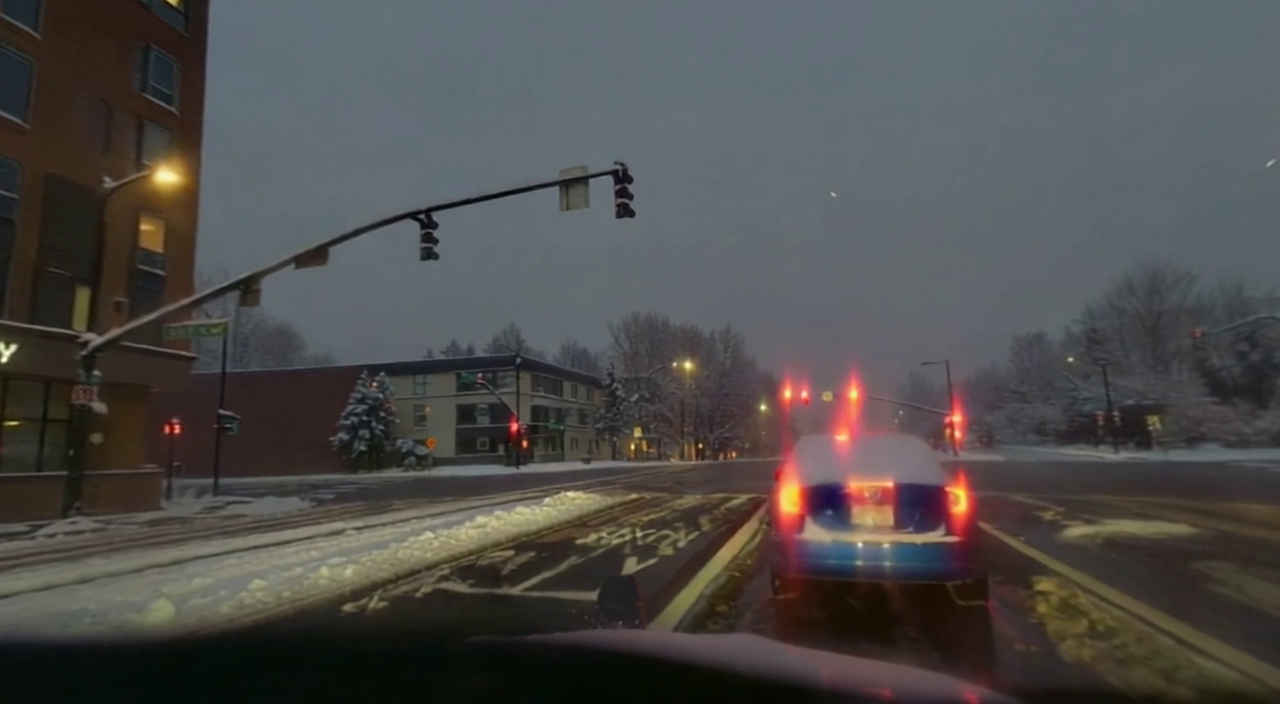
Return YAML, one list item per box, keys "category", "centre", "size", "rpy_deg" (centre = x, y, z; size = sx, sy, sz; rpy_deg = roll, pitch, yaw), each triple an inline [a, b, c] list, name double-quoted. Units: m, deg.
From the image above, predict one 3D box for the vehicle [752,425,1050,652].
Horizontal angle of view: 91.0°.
- category: "vehicle"
  centre: [2.329, 1.579, 6.566]
  size: [1.872, 1.459, 4.483]
  rpy_deg: [-2, -9, 15]
